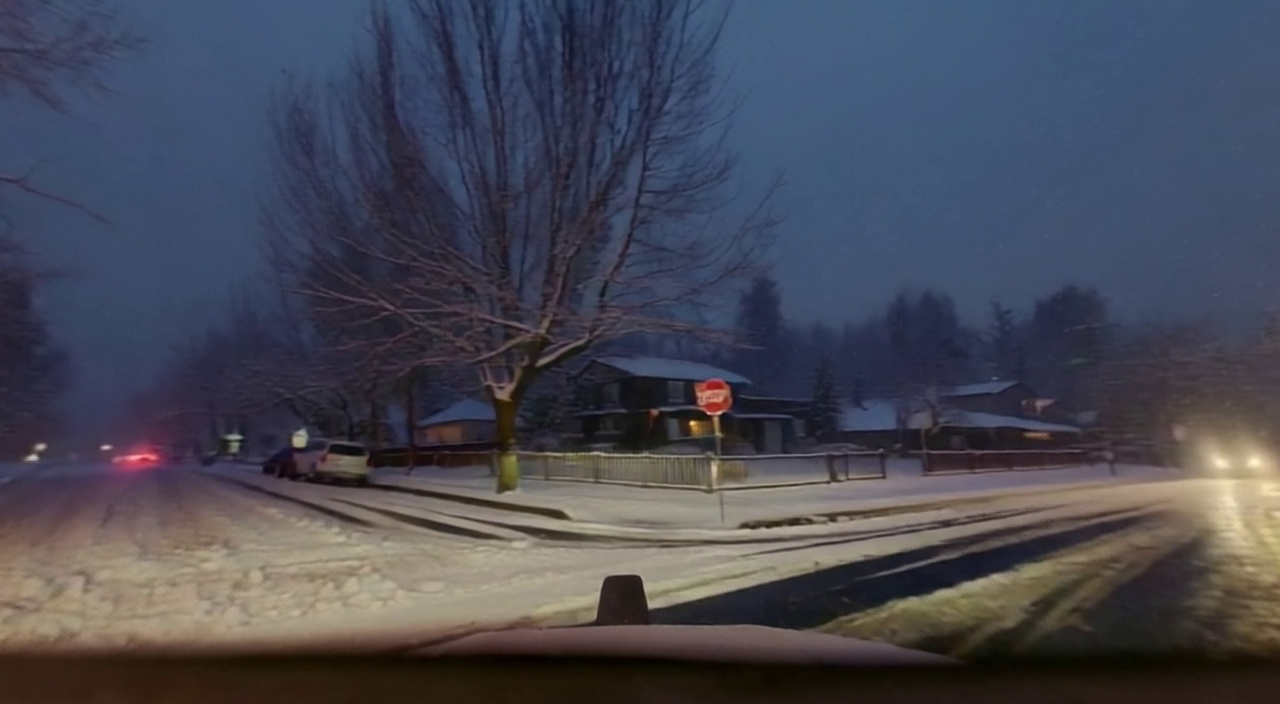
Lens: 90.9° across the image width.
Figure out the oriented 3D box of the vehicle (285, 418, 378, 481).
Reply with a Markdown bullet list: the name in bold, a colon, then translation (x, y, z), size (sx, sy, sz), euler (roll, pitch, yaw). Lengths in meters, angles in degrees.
- **vehicle**: translation (-16.866, 5.187, 34.289), size (2.718, 3.089, 6.380), euler (8, -10, -41)
